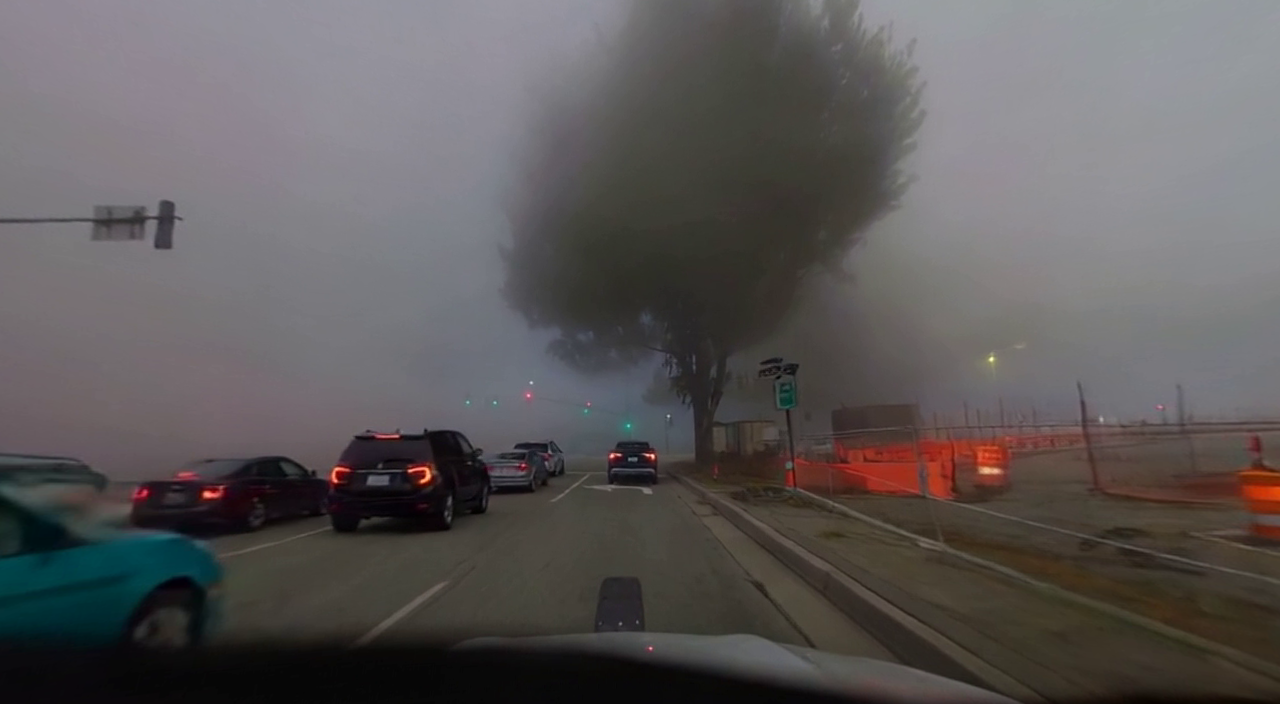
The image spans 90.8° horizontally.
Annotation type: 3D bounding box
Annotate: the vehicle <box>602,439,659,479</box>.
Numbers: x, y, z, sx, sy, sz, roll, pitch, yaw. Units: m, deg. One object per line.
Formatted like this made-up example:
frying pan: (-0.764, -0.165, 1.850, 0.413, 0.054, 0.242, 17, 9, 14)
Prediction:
vehicle: (-0.353, 4.451, 26.405, 2.183, 1.506, 4.286, 0, -9, 0)

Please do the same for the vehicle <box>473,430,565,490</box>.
vehicle: (-4.107, 3.787, 22.432, 2.240, 1.844, 5.043, 0, -9, 0)

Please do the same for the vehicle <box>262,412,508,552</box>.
vehicle: (-3.997, 2.138, 11.093, 2.236, 1.886, 4.792, 0, -9, 1)

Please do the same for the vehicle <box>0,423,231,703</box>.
vehicle: (-3.242, 0.889, 1.329, 2.042, 1.441, 4.172, -2, -9, -1)
